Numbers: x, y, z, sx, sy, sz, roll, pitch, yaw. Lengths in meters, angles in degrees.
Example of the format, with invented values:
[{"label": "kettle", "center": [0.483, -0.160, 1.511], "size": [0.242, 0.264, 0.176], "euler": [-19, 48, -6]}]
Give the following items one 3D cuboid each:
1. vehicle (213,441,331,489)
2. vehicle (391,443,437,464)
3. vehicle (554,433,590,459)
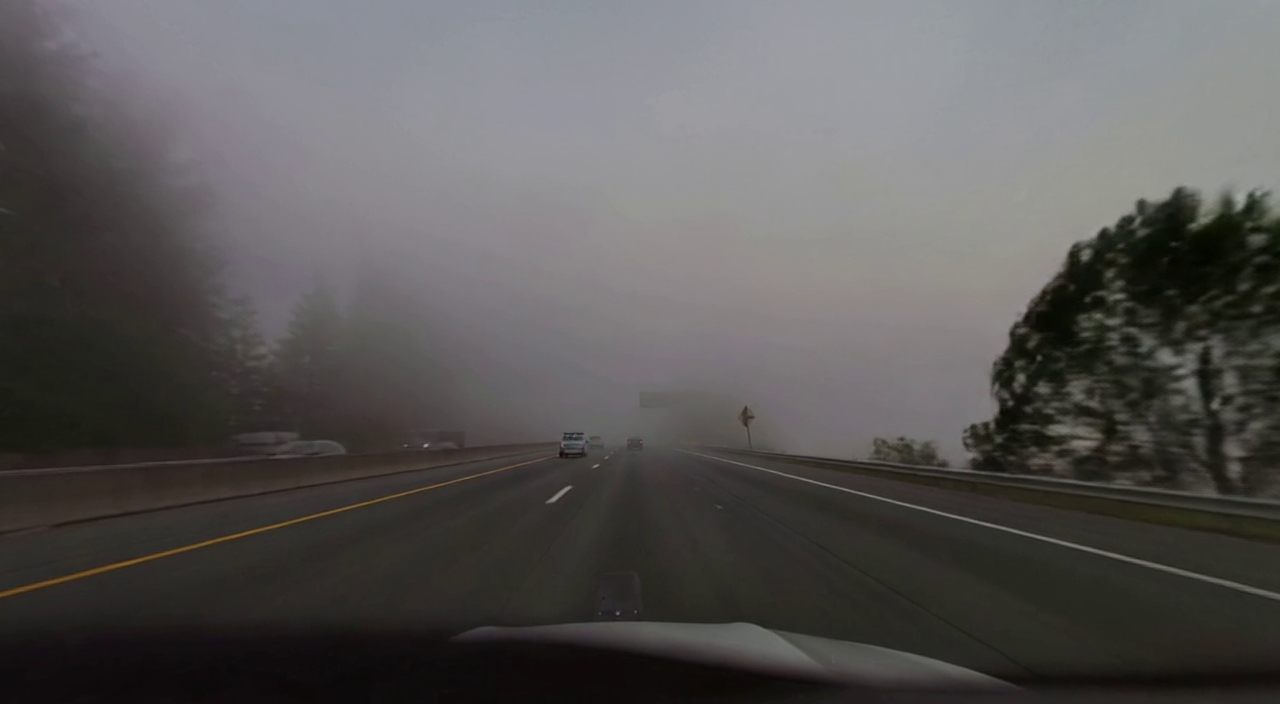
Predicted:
[{"label": "vehicle", "center": [-12.335, 3.776, 21.426], "size": [1.760, 1.434, 3.811], "euler": [0, -8, -2]}, {"label": "vehicle", "center": [-16.763, 7.524, 47.006], "size": [1.800, 1.475, 4.489], "euler": [0, -8, 0]}, {"label": "vehicle", "center": [-4.522, 6.330, 42.660], "size": [2.003, 1.626, 4.256], "euler": [0, -8, 0]}]
